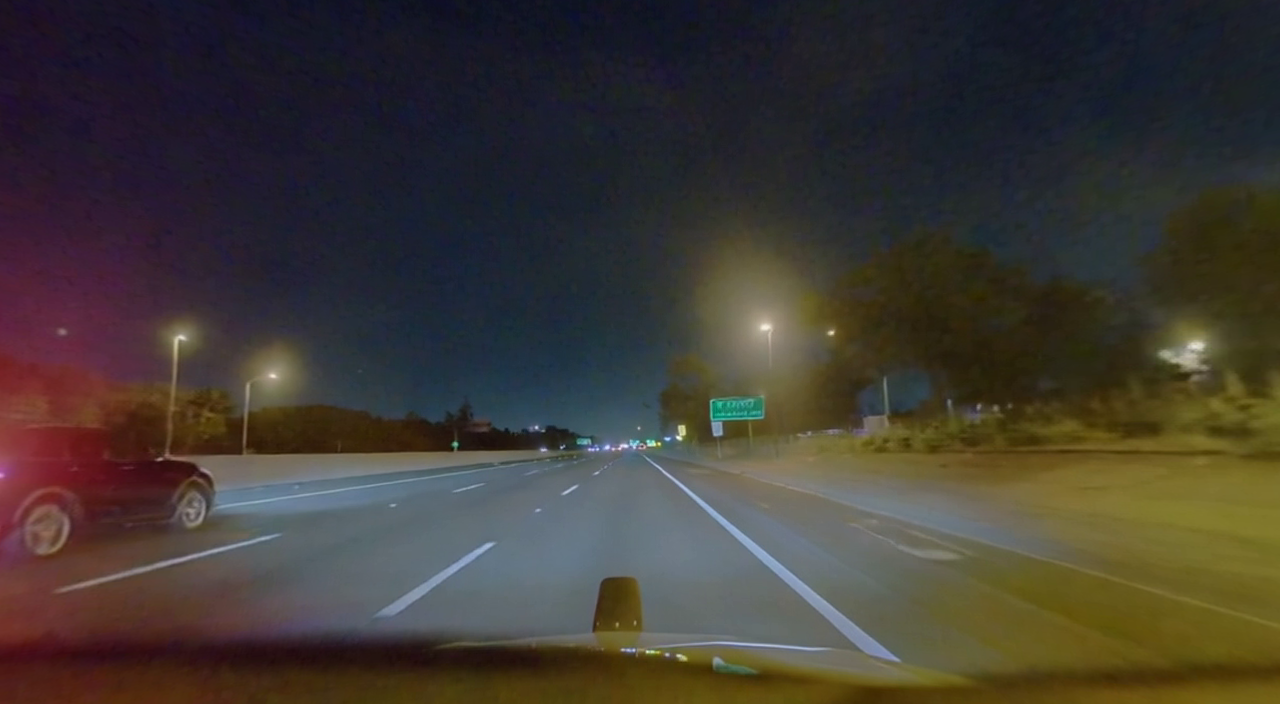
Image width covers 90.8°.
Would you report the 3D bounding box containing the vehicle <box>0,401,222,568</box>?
[{"bbox_3d":[-8.091,1.614,8.049,2.231,1.807,4.758,0,-8,0],"label":"vehicle"}]
